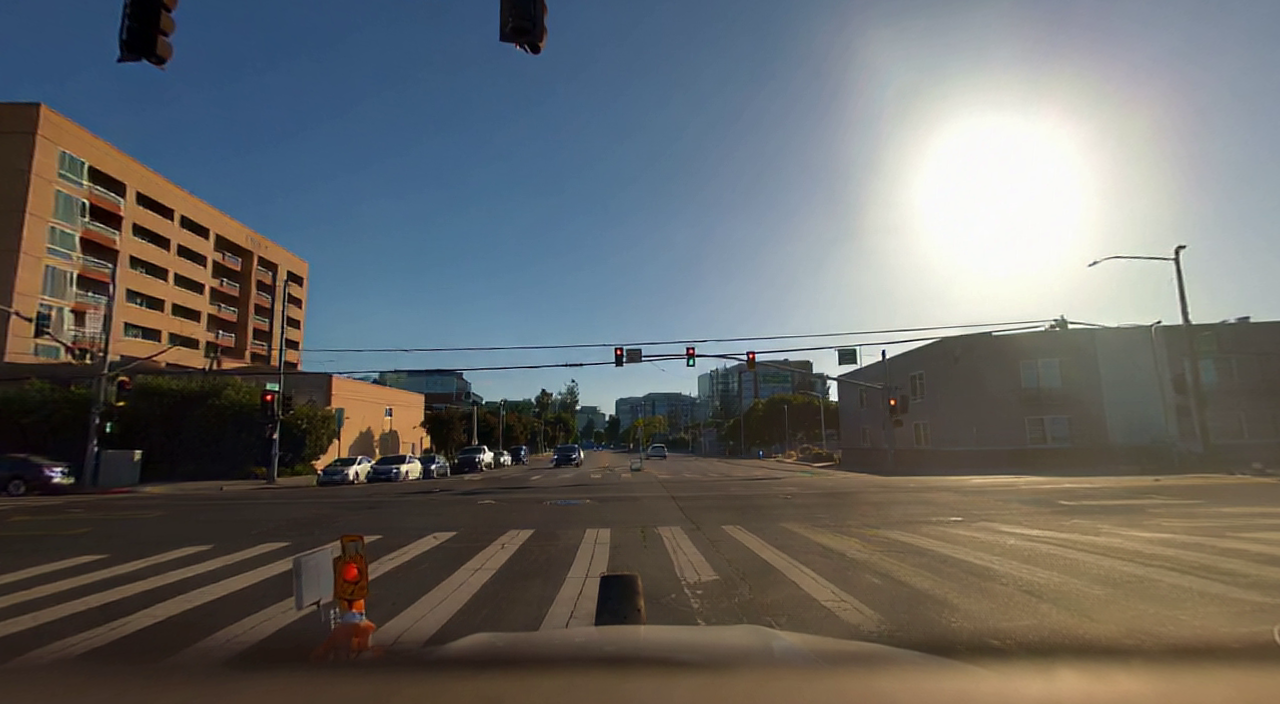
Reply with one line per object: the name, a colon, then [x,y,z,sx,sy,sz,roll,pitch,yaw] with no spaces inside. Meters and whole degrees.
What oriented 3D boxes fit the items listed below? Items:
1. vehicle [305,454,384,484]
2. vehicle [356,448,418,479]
vehicle: [-16.092,6.377,34.496,2.055,1.506,4.663,0,-9,0]
vehicle: [-16.178,7.103,40.451,1.960,1.819,5.018,0,-9,-1]
